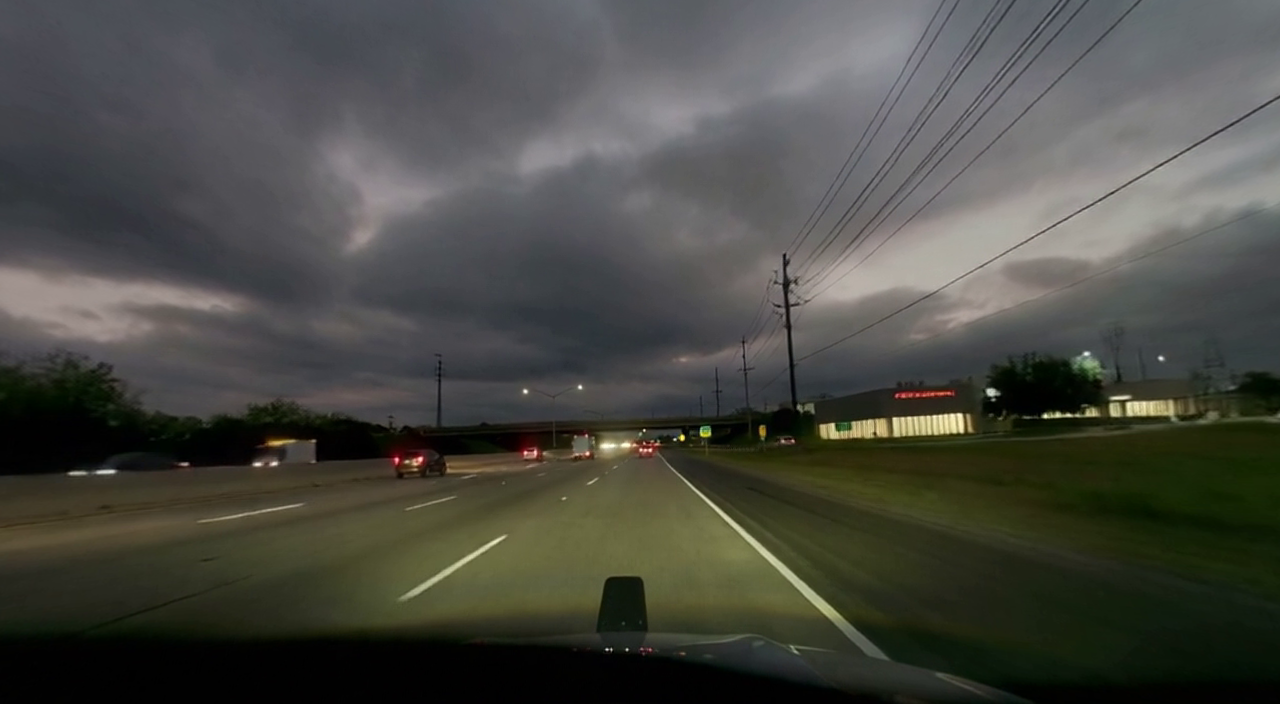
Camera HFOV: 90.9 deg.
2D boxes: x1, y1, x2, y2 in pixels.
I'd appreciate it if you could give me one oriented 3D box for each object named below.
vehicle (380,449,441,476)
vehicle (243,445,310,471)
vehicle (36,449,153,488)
[{"bbox_3d":[-13.829,6.666,38.302,1.988,1.477,4.442,0,-8,1],"label":"vehicle"},{"bbox_3d":[-26.962,7.838,46.961,2.116,1.849,4.552,0,-8,2],"label":"vehicle"},{"bbox_3d":[-23.407,4.982,27.250,1.647,1.538,3.731,0,-8,1],"label":"vehicle"}]
